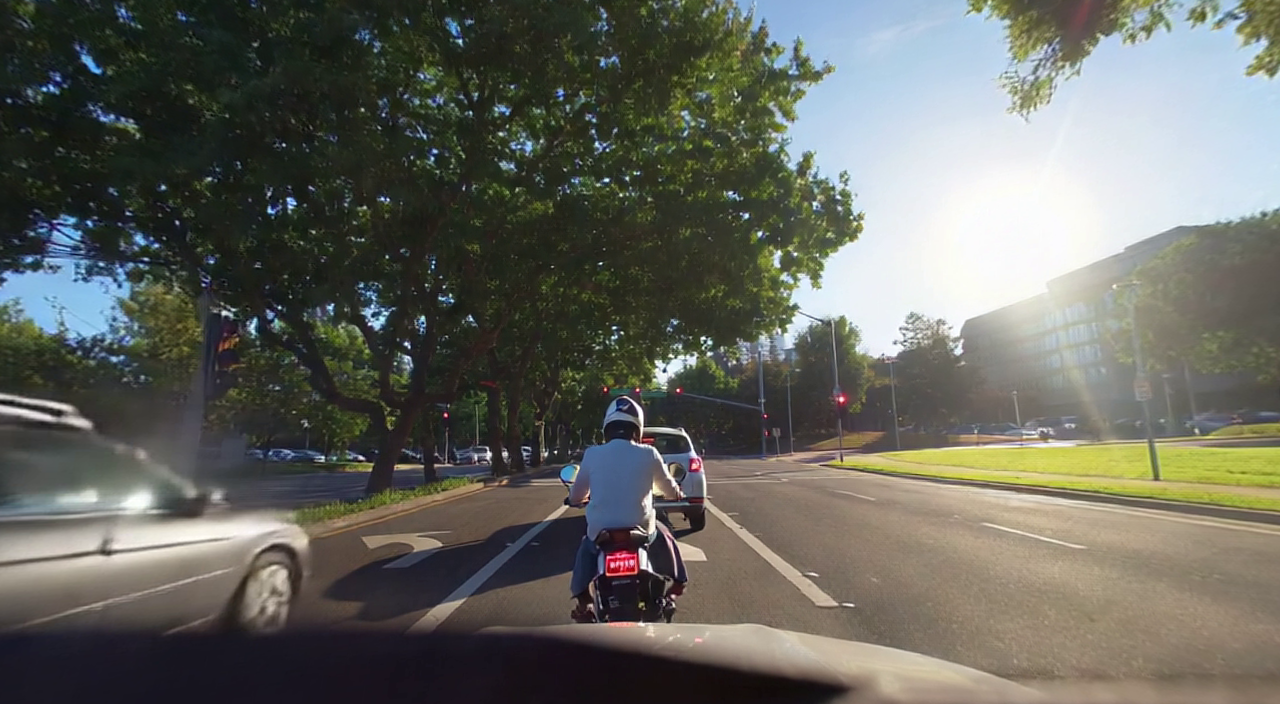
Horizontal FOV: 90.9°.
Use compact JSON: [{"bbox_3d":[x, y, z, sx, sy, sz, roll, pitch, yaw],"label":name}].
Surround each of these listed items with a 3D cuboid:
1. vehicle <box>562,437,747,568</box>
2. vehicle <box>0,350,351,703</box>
[{"bbox_3d":[0.124,2.028,9.422,2.093,1.450,4.437,0,-8,-1],"label":"vehicle"},{"bbox_3d":[-3.309,0.852,2.393,2.056,1.647,5.045,0,-8,0],"label":"vehicle"}]
